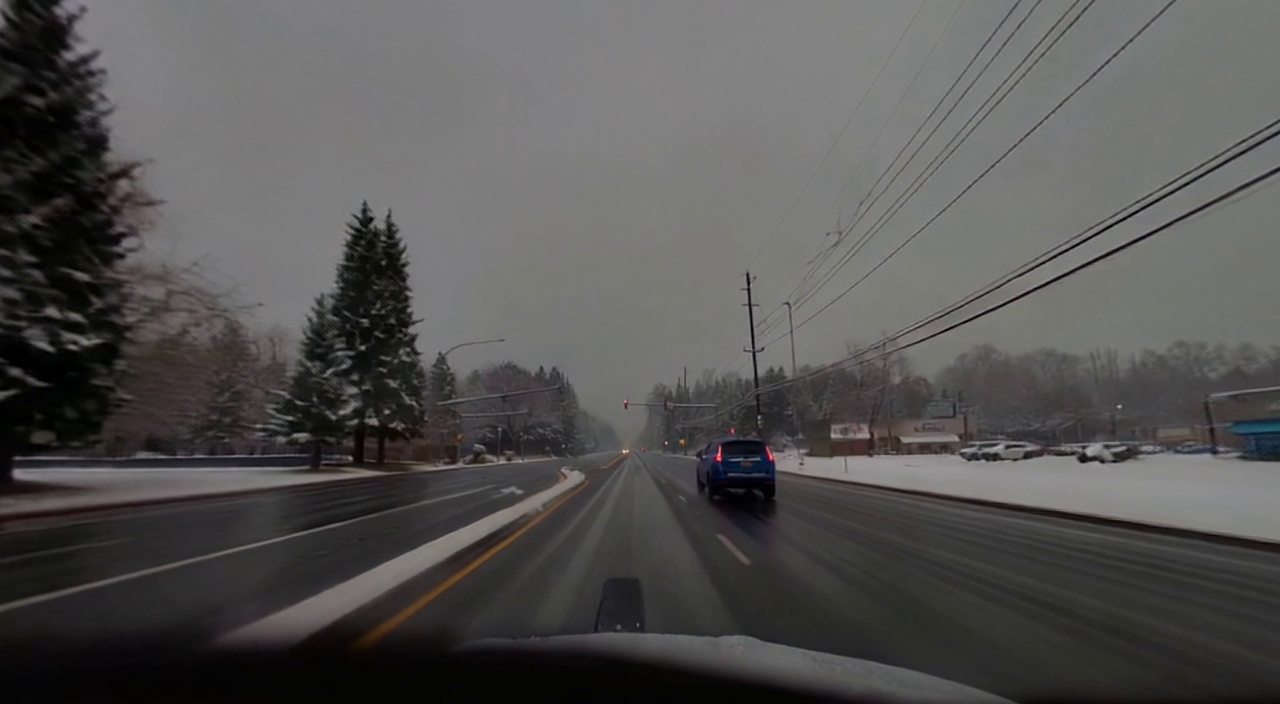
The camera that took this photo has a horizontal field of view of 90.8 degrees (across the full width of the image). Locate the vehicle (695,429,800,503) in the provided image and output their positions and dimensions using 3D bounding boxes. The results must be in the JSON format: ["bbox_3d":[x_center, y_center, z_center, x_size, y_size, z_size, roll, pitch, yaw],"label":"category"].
[{"bbox_3d":[2.883,3.224,18.133,2.060,1.820,4.713,0,-9,-2],"label":"vehicle"}]
